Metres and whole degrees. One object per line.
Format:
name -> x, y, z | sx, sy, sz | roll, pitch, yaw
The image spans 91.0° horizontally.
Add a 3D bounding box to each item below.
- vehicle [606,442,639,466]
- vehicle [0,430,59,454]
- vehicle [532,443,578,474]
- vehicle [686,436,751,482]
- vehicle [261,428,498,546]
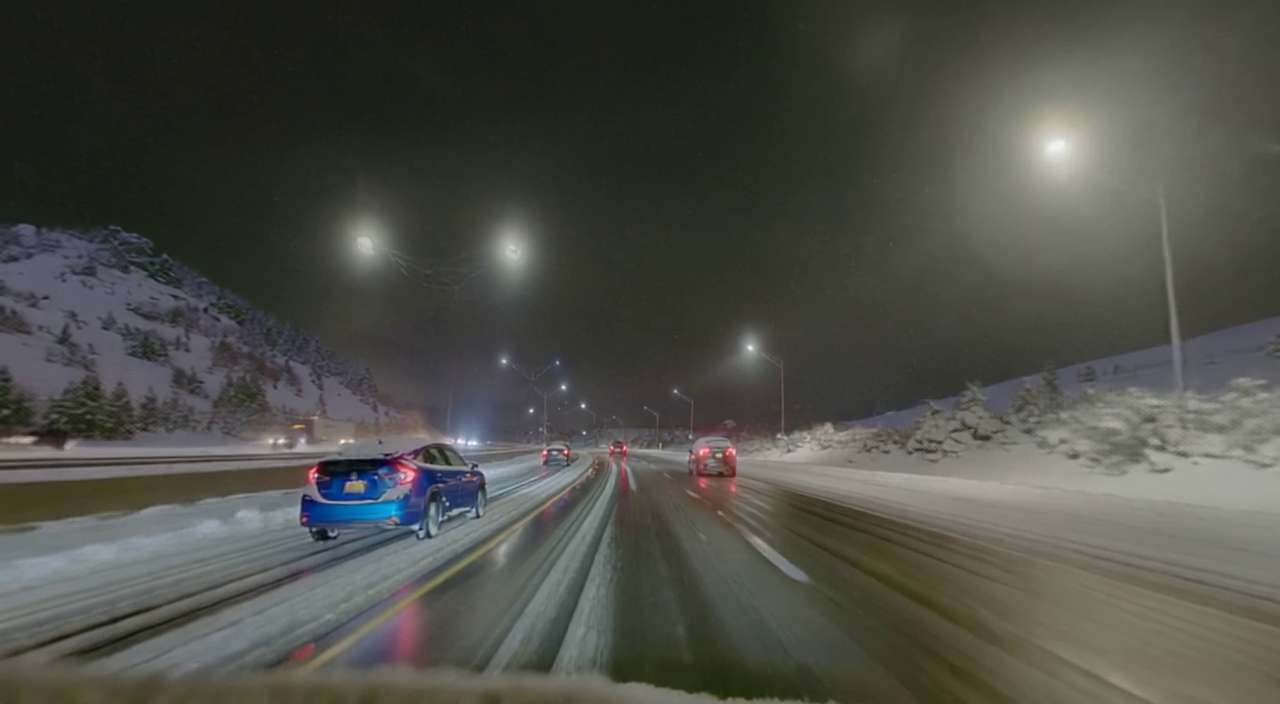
vehicle -> -1.176, 7.035, 43.529 | 2.147, 1.572, 4.094 | 0, -9, -1
vehicle -> -40.026, 5.746, 40.173 | 1.764, 1.492, 4.342 | 0, -9, -1
vehicle -> -4.266, 5.429, 32.265 | 1.796, 1.464, 3.839 | 0, -9, 0
vehicle -> 3.347, 4.687, 27.902 | 2.222, 1.820, 4.733 | 0, -9, -1
vehicle -> -3.870, 2.074, 10.352 | 1.993, 1.500, 4.248 | 0, -9, 1
